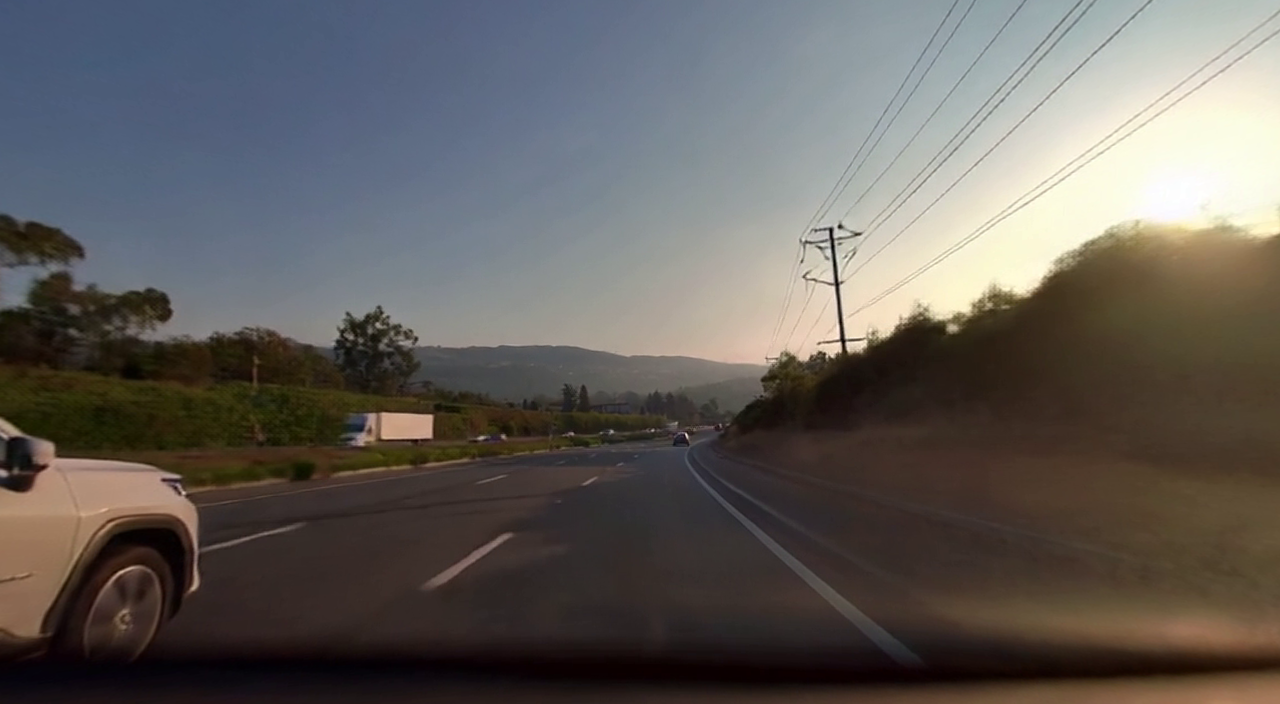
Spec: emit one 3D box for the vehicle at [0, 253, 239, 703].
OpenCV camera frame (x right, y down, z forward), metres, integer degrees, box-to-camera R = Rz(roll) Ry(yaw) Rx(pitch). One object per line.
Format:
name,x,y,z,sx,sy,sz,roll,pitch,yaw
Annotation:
vehicle,-3.455,0.447,1.105,2.136,1.975,5.037,0,-8,0
